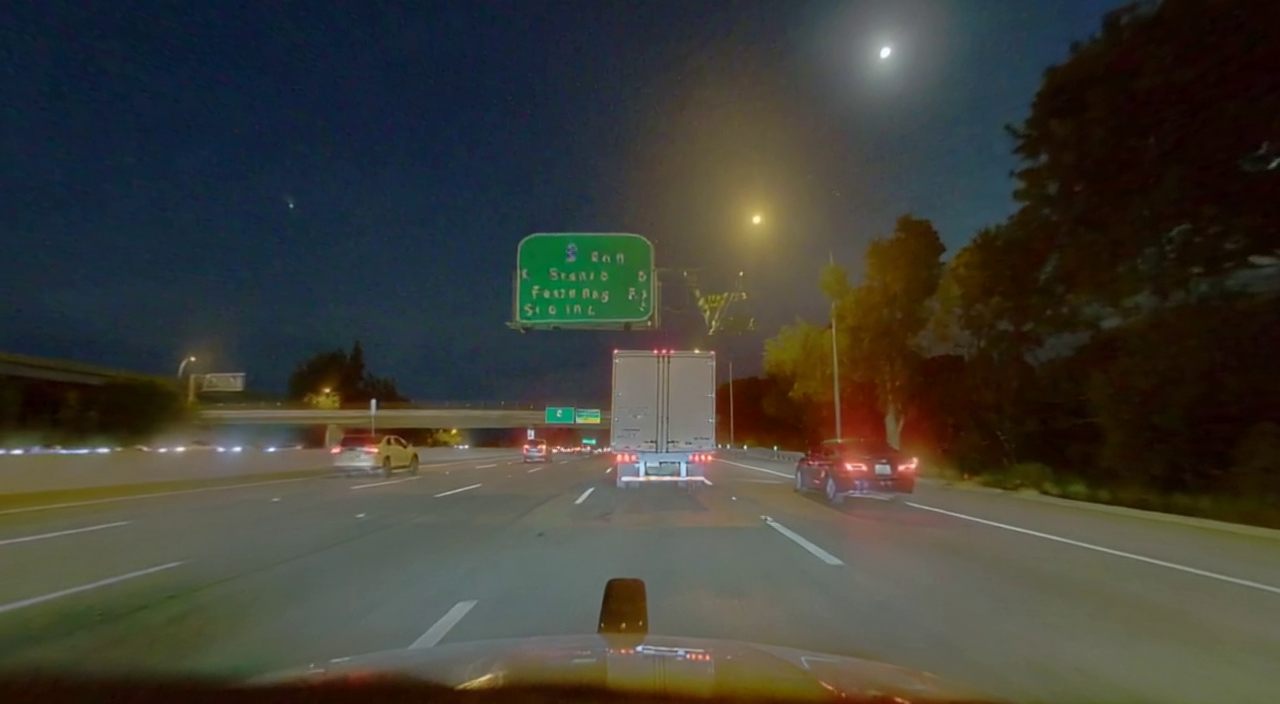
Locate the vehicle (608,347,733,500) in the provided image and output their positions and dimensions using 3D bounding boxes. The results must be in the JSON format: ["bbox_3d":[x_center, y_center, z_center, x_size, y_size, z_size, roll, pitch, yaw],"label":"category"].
[{"bbox_3d":[0.629,2.466,20.246,2.916,3.584,10.841,0,-9,-1],"label":"vehicle"}]

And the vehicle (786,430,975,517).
[{"bbox_3d":[4.786,2.492,13.489,2.108,1.508,4.744,0,-9,-1],"label":"vehicle"}]

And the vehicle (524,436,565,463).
[{"bbox_3d":[-6.768,7.004,45.229,2.125,1.793,4.892,0,-9,0],"label":"vehicle"}]

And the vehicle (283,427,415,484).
[{"bbox_3d":[-10.221,3.701,22.770,2.217,1.797,5.226,0,-9,0],"label":"vehicle"}]

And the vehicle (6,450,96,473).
[{"bbox_3d":[-42.977,7.955,46.198,1.828,1.569,5.192,1,-9,-3],"label":"vehicle"}]
